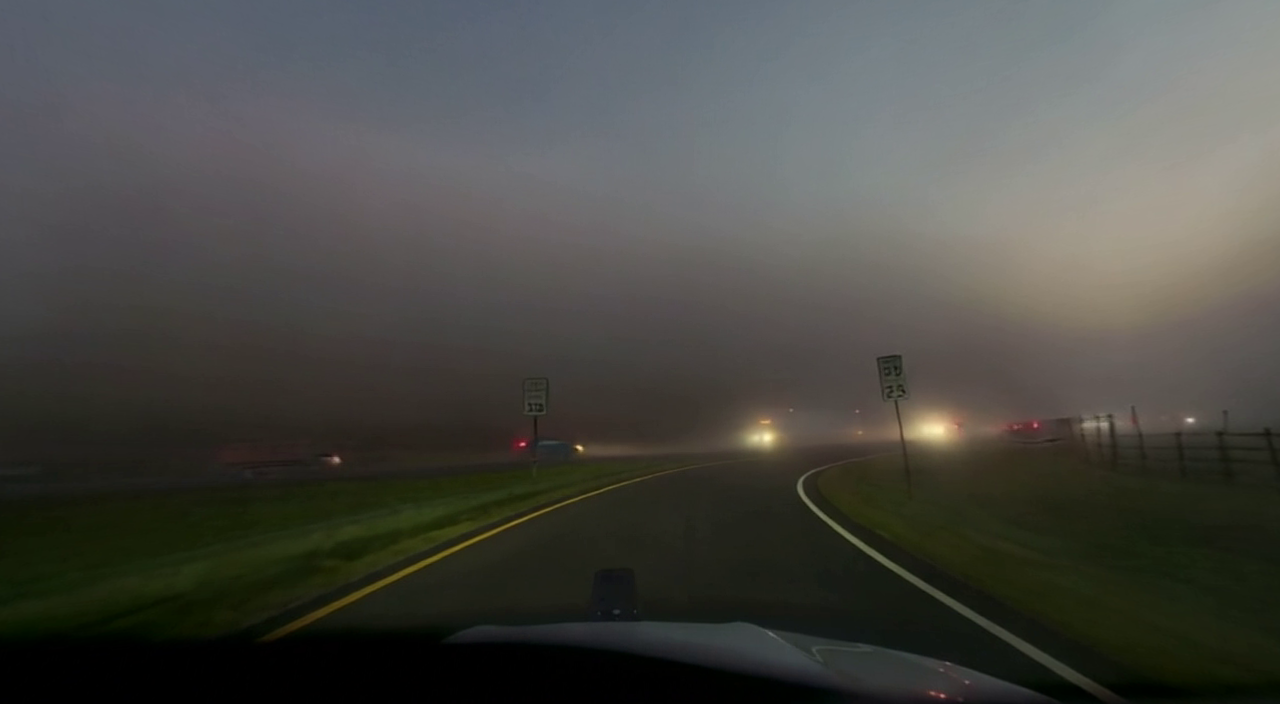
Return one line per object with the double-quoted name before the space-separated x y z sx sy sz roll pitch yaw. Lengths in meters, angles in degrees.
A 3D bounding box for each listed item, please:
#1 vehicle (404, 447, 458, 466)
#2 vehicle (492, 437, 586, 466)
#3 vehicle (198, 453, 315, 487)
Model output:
"vehicle" -16.329 8.128 49.150 3.568 1.400 1.711 5 -10 -36
"vehicle" -5.771 5.685 36.219 4.843 1.579 2.135 5 -10 -34
"vehicle" -19.181 5.845 31.545 4.819 1.496 1.923 5 -10 -34
